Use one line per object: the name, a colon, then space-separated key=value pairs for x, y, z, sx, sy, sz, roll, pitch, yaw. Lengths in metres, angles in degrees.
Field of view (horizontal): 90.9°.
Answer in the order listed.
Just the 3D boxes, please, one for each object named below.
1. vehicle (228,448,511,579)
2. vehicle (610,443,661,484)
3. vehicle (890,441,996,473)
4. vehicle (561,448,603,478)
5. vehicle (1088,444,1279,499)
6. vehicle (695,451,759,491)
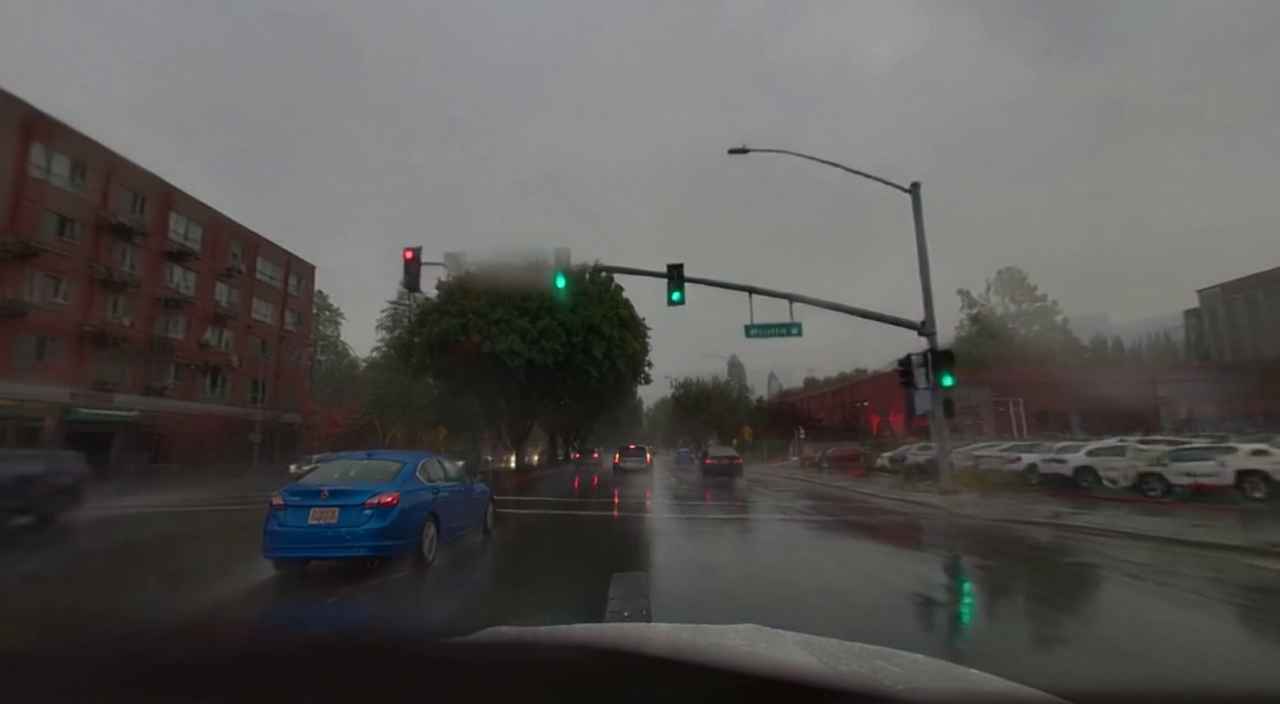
vehicle: x=-3.332 y=2.037 z=8.801 sx=2.115 sy=1.369 sz=3.908 roll=0 pitch=-9 yaw=2
vehicle: x=-0.191 y=5.548 z=31.750 sx=2.361 sy=1.898 sz=4.465 roll=0 pitch=-9 yaw=0
vehicle: x=16.797 y=5.821 z=35.081 sx=4.764 sy=1.717 sz=2.170 roll=0 pitch=-9 yaw=-2
vehicle: x=-3.438 y=6.680 z=38.195 sx=2.130 sy=1.645 sz=3.995 roll=0 pitch=-9 yaw=1
vehicle: x=16.092 y=3.446 z=18.428 sx=4.407 sy=1.492 sz=1.930 roll=0 pitch=-9 yaw=2
vehicle: x=3.552 y=4.933 z=26.477 sx=2.058 sy=1.472 sz=4.317 roll=0 pitch=-9 yaw=0
